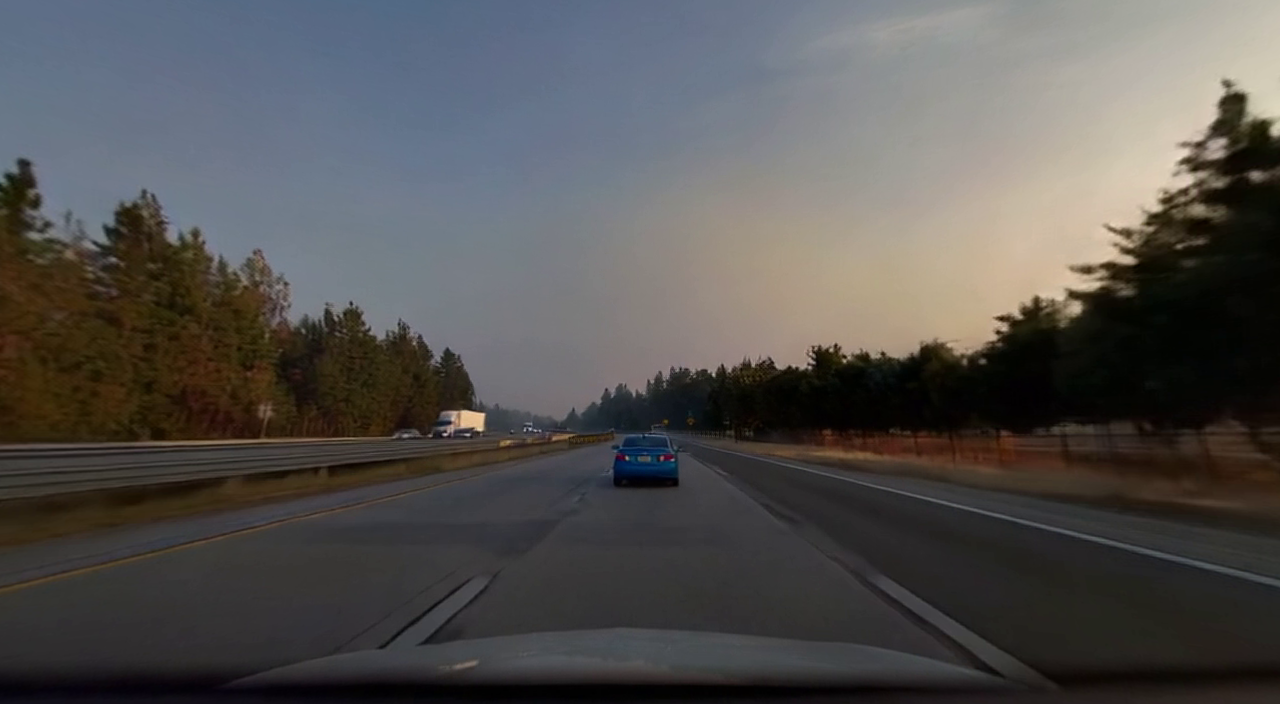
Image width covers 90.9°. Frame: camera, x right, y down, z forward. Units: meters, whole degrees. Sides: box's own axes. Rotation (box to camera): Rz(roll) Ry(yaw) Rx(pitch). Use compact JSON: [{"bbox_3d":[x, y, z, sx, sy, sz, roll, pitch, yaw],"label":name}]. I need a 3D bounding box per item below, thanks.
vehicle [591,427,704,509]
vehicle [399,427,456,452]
[{"bbox_3d":[0.198,2.327,13.245,1.977,1.443,4.225,0,-8,2],"label":"vehicle"},{"bbox_3d":[-13.392,5.576,40.057,1.942,1.478,4.622,0,-8,1],"label":"vehicle"}]
